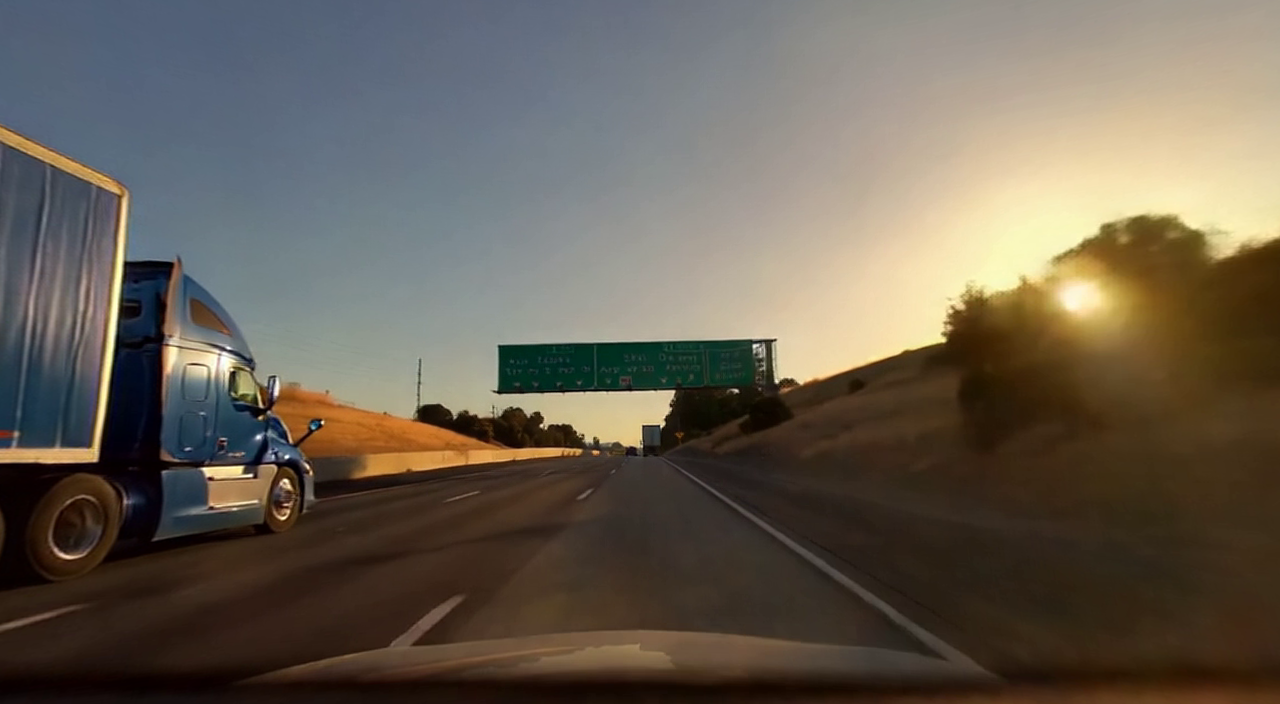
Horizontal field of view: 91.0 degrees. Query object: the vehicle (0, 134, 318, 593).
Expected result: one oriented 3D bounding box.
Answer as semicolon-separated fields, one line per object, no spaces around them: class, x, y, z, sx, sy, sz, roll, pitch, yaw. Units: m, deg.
vehicle;-7.046;0.178;6.035;2.996;3.947;8.600;0;-9;2
